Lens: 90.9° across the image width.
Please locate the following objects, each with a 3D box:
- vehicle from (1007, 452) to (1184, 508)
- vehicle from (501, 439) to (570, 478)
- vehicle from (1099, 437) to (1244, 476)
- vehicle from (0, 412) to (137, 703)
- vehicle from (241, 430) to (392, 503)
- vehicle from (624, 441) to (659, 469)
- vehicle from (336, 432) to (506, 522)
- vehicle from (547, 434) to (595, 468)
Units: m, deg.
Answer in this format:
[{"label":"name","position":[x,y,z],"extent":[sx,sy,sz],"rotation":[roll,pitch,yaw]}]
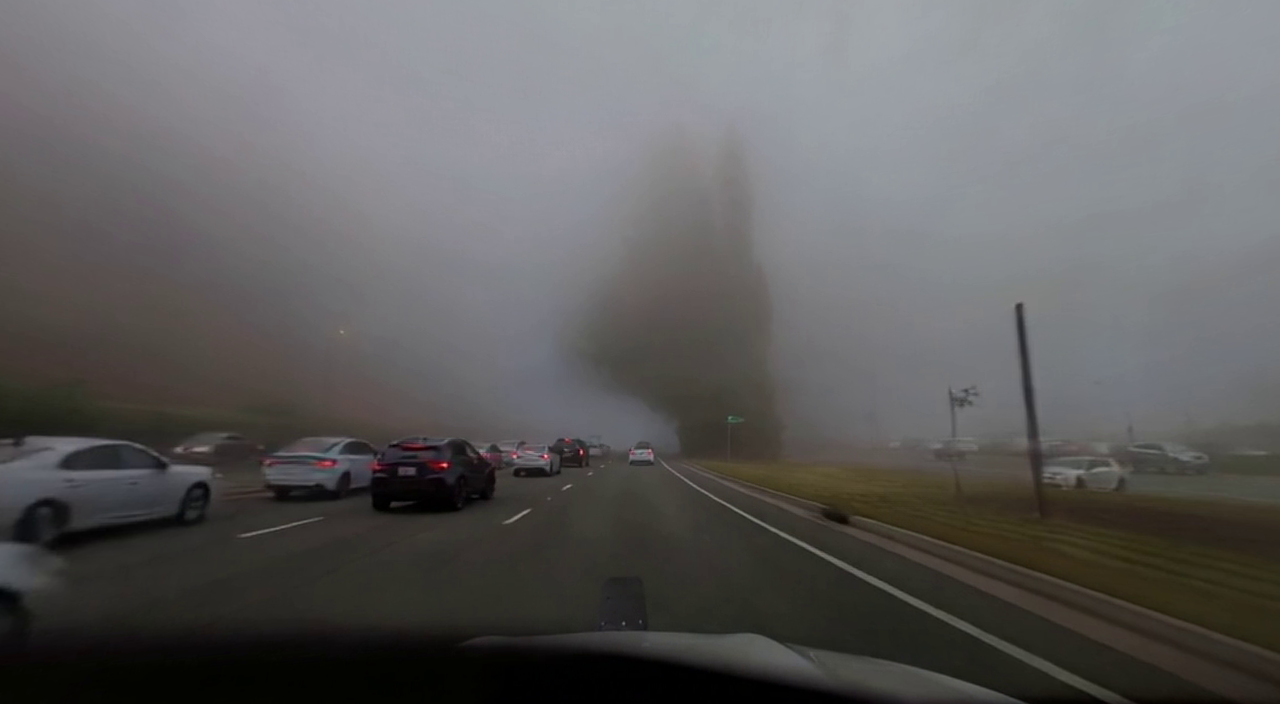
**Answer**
[{"label":"vehicle","position":[14.824,4.161,20.717],"extent":[4.265,1.693,1.902],"rotation":[0,-8,0]},{"label":"vehicle","position":[-4.143,4.309,25.786],"extent":[1.975,1.447,4.356],"rotation":[-1,-8,2]},{"label":"vehicle","position":[28.145,5.535,33.537],"extent":[5.741,1.952,2.128],"rotation":[0,-8,-2]},{"label":"vehicle","position":[-4.308,0.867,1.859],"extent":[1.904,1.496,4.481],"rotation":[-1,-8,1]},{"label":"vehicle","position":[-7.771,2.759,15.601],"extent":[1.766,1.553,3.696],"rotation":[0,-8,0]},{"label":"vehicle","position":[0.093,5.779,35.676],"extent":[1.875,1.453,3.888],"rotation":[0,-8,0]},{"label":"vehicle","position":[-4.198,2.450,12.951],"extent":[1.871,1.502,4.240],"rotation":[-1,-8,1]},{"label":"vehicle","position":[-3.779,5.513,35.232],"extent":[2.130,1.749,4.904],"rotation":[0,-8,0]}]
